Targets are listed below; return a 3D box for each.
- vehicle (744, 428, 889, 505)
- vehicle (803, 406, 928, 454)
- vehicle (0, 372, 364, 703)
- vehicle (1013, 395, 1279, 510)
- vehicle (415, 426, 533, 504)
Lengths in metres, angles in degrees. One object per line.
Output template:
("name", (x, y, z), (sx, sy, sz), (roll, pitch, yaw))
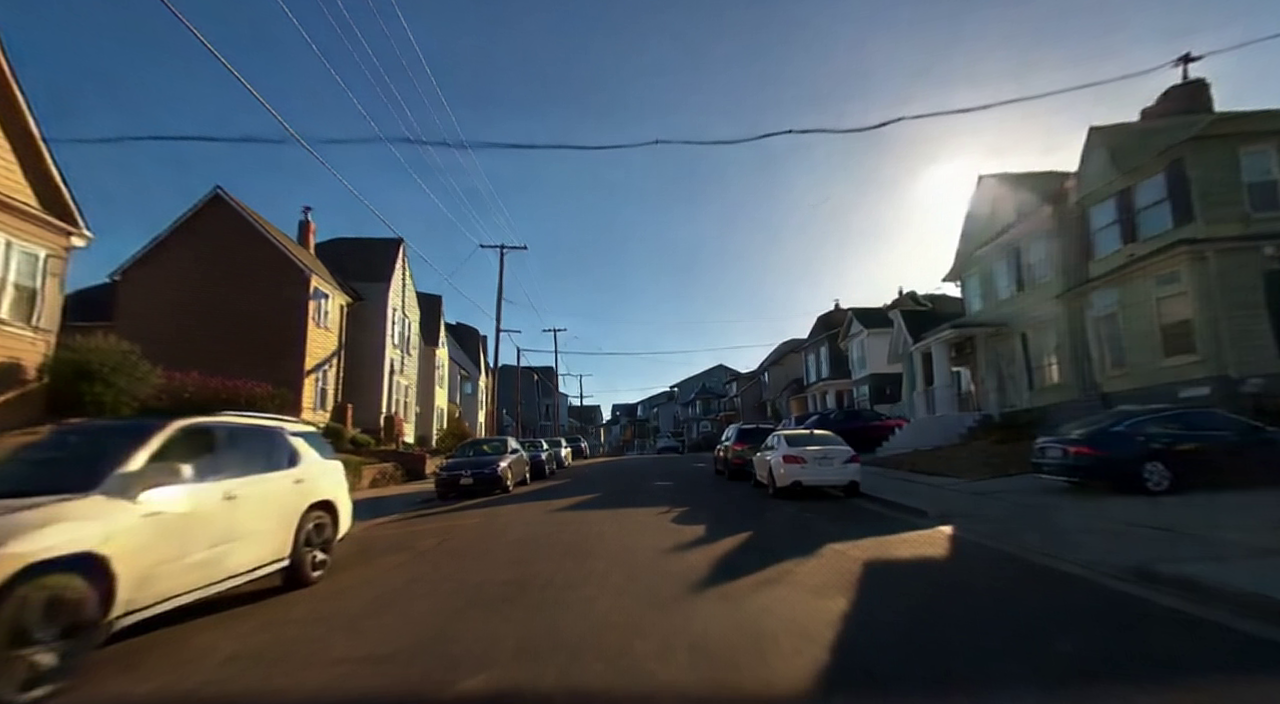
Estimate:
("vehicle", (3.625, 2.451, 13.928), (2.083, 1.407, 4.506), (-1, -9, 3))
("vehicle", (8.836, 3.101, 25.054), (4.170, 1.811, 1.978), (0, -9, -1))
("vehicle", (-4.067, 1.227, 4.624), (2.030, 1.733, 4.925), (-3, -7, -2))
("vehicle", (9.089, 1.549, 10.157), (4.881, 1.513, 2.008), (-2, -8, -3))
("vehicle", (-4.358, 3.081, 17.371), (2.031, 1.708, 4.746), (-3, -10, -1))
